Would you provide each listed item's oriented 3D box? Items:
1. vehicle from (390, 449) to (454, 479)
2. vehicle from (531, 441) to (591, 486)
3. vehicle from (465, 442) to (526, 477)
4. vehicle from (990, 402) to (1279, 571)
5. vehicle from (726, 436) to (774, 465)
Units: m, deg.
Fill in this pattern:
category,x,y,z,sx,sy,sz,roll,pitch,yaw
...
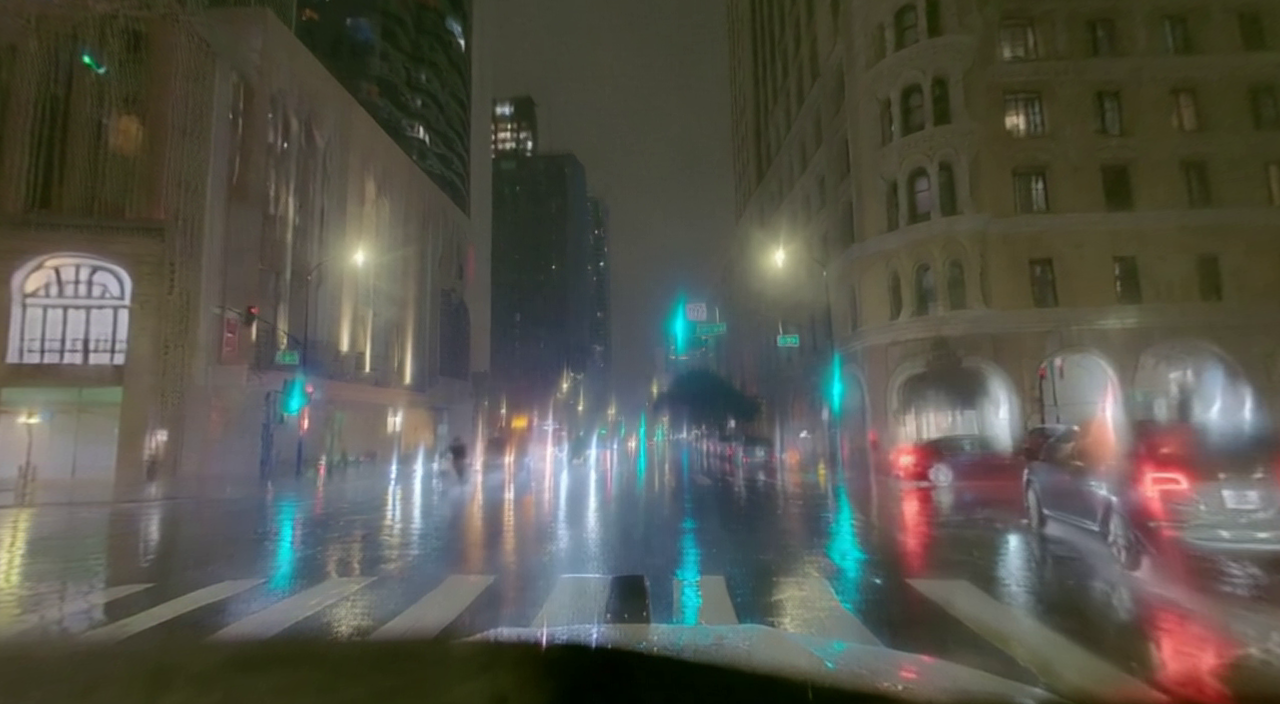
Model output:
category,x,y,z,sx,sy,sz,roll,pitch,yaw
vehicle,-11.925,6.127,34.834,1.998,1.505,4.405,0,-8,0
vehicle,-2.801,3.948,22.745,1.904,1.402,4.759,1,-8,-6
vehicle,-6.663,4.981,29.491,1.861,1.508,4.052,0,-8,0
vehicle,6.213,1.568,8.137,1.912,1.505,4.889,-3,-9,17
vehicle,6.254,5.649,36.298,1.926,1.574,3.961,0,-8,-2
